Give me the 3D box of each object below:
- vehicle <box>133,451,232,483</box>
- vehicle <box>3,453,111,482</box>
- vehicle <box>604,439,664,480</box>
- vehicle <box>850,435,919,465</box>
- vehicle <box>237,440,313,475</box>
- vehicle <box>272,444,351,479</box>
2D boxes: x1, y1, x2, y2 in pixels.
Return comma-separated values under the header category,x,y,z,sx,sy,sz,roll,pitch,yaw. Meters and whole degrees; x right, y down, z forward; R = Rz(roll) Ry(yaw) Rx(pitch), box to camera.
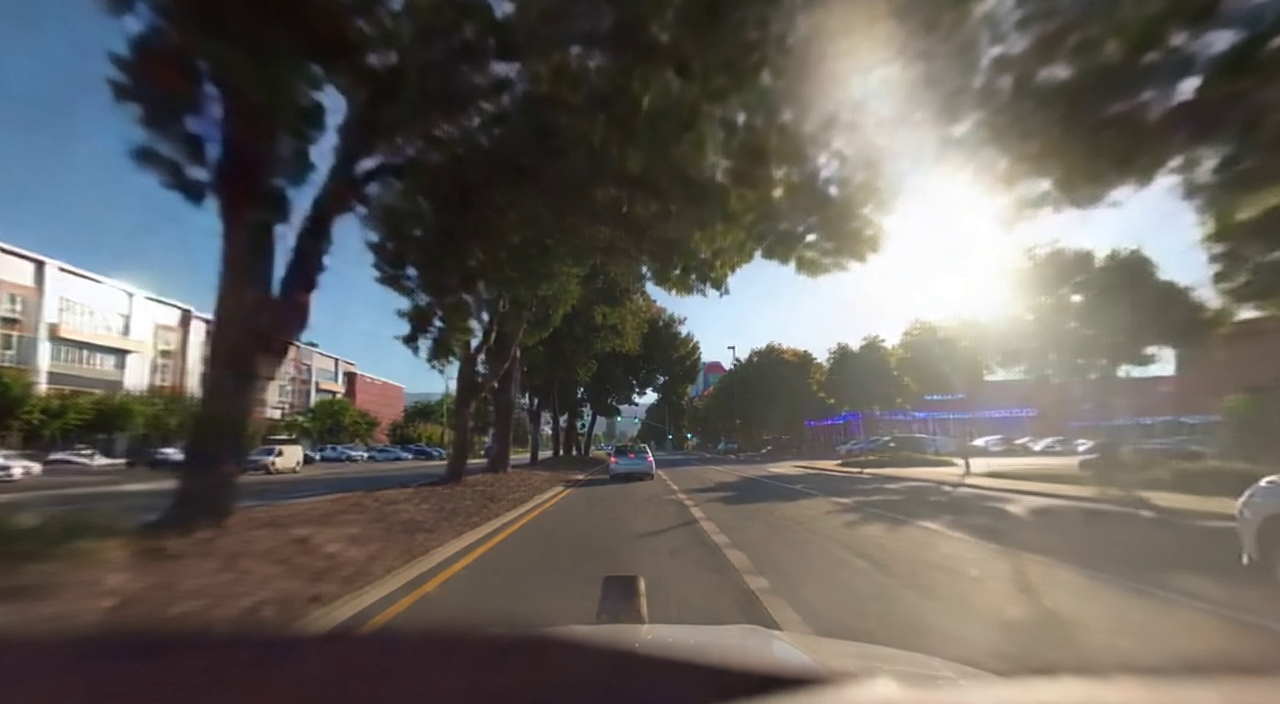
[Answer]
category,x,y,z,sx,sy,sz,roll,pitch,yaw
vehicle,-24.073,6.025,33.512,1.915,1.460,4.717,0,-8,-3
vehicle,-32.785,6.478,35.657,4.303,1.464,1.799,7,-11,-42
vehicle,-0.242,4.244,25.196,2.185,1.473,3.925,0,-8,-1
vehicle,15.807,6.355,41.179,2.377,1.783,5.145,0,-8,-1
vehicle,-24.176,6.987,42.113,2.202,2.103,4.899,-1,-8,-1
vehicle,-19.385,6.438,37.572,2.129,1.794,4.967,-2,-8,-1
